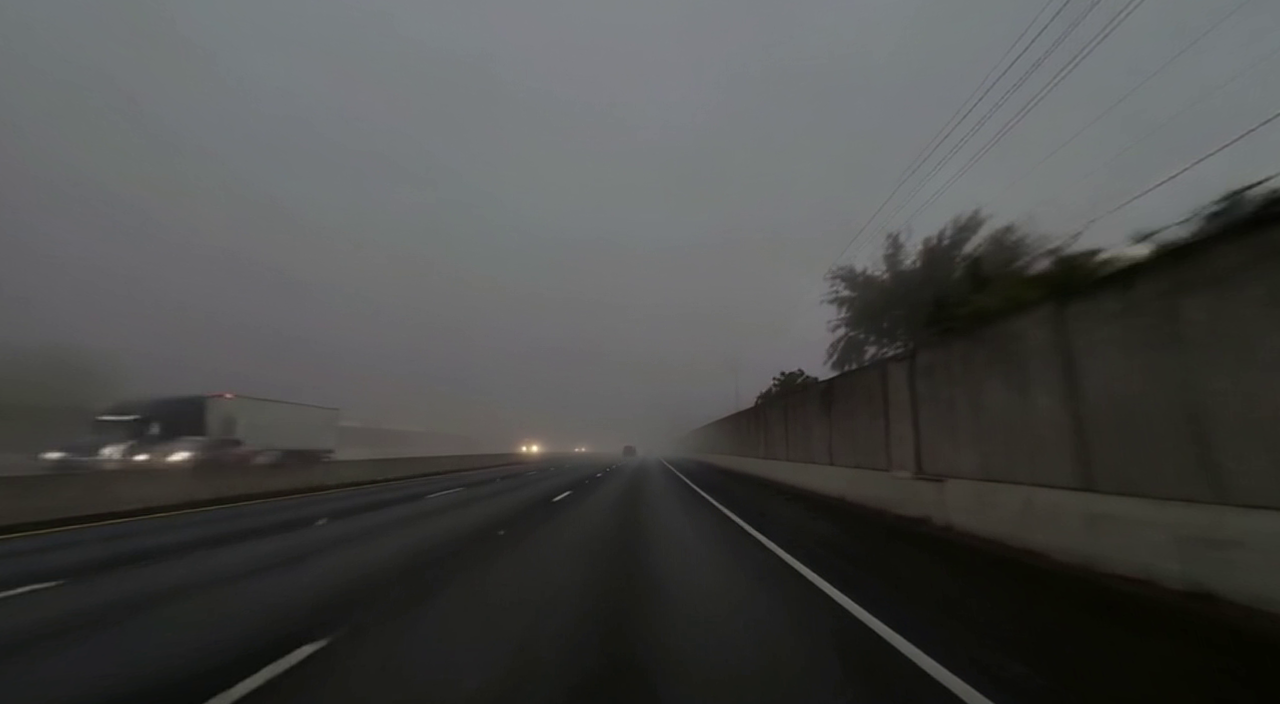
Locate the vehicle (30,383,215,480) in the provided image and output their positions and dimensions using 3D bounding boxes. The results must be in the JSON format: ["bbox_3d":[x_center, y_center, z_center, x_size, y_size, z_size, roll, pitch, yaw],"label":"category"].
[{"bbox_3d":[-22.792,3.630,28.300,2.919,3.851,5.905,0,-9,2],"label":"vehicle"}]

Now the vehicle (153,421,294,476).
[{"bbox_3d":[-15.573,3.666,23.985,1.995,1.848,4.840,0,-9,0],"label":"vehicle"}]
